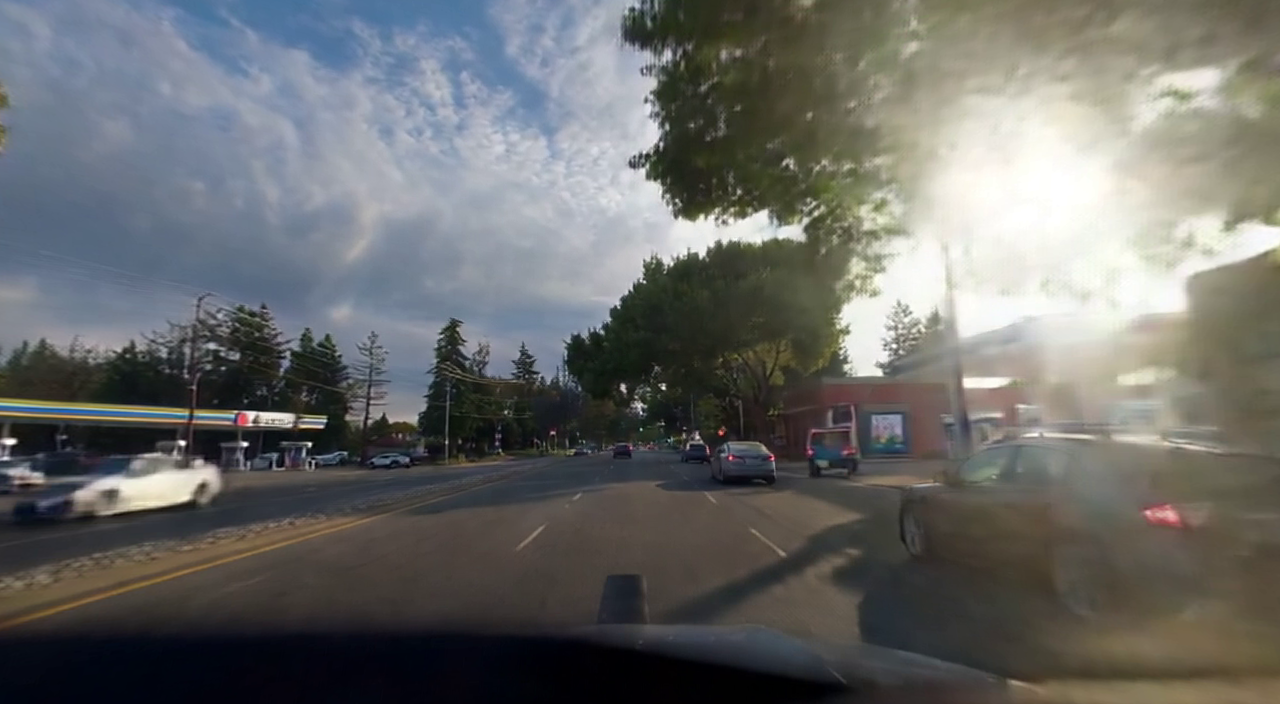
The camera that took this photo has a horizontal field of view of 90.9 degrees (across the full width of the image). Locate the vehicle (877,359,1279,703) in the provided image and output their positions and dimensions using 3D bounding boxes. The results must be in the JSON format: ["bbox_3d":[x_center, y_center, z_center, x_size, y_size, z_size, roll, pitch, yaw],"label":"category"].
[{"bbox_3d":[3.641,1.151,4.570,1.875,1.665,4.931,0,-8,0],"label":"vehicle"}]

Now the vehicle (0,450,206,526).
[{"bbox_3d":[-14.182,3.327,16.191,2.031,1.539,5.646,0,-8,0],"label":"vehicle"}]

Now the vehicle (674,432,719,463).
[{"bbox_3d":[3.765,6.543,43.125,2.611,1.983,5.165,0,-8,0],"label":"vehicle"}]

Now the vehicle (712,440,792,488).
[{"bbox_3d":[3.654,3.719,21.297,1.871,1.442,4.122,0,-8,-1],"label":"vehicle"}]
